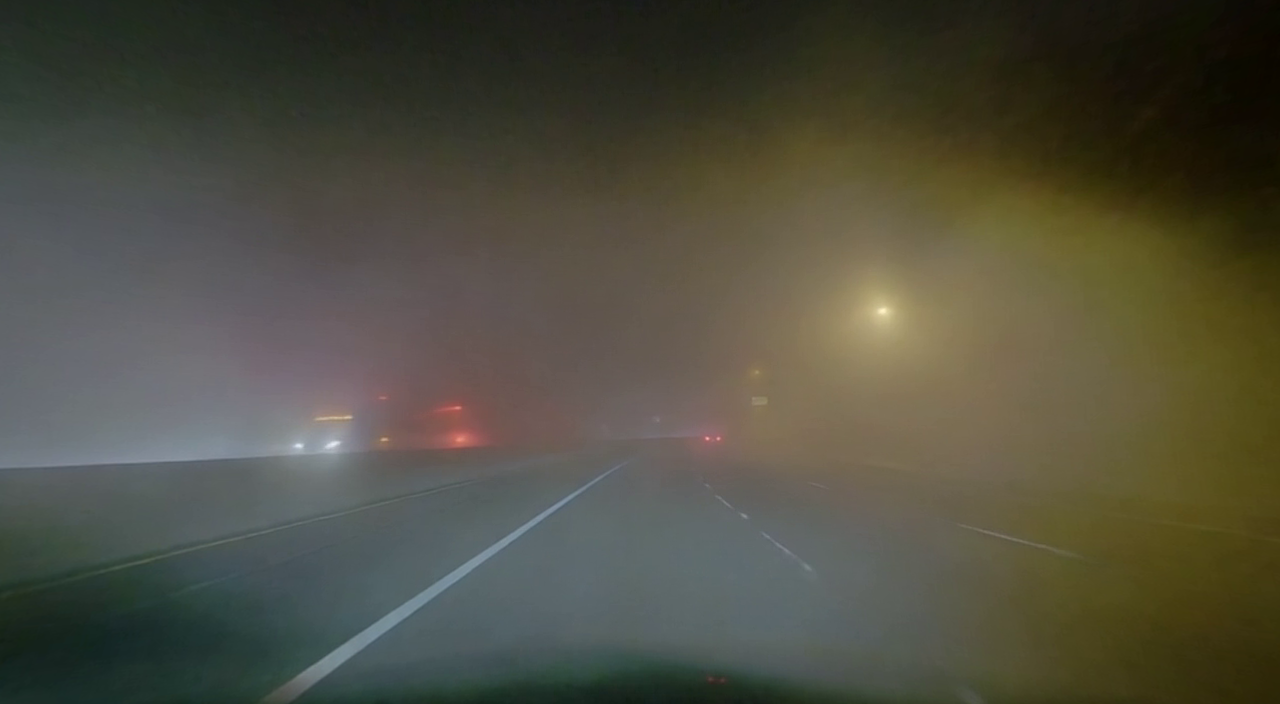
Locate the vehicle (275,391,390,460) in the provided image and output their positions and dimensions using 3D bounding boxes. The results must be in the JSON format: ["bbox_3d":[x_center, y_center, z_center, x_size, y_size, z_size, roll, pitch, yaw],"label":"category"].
[{"bbox_3d":[-18.218,4.518,37.980,3.059,3.764,6.795,0,-8,4],"label":"vehicle"}]
